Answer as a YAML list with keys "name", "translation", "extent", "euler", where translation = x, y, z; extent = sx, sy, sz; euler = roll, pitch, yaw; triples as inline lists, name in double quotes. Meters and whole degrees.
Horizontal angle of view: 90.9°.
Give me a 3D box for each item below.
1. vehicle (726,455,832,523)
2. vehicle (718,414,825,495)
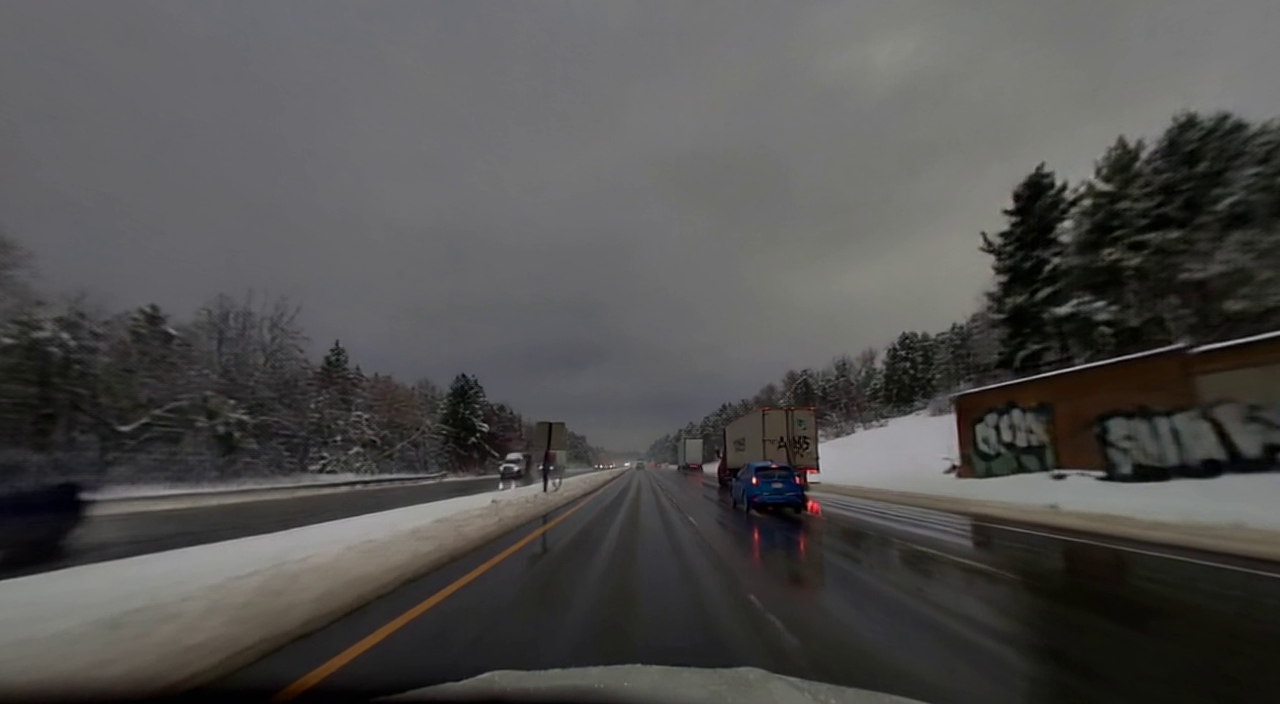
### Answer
- name: "vehicle"
  translation: [3.568, 3.619, 16.911]
  extent: [2.011, 1.574, 3.512]
  euler: [1, -11, 0]
- name: "vehicle"
  translation: [7.663, 6.686, 40.325]
  extent: [3.298, 4.017, 16.824]
  euler: [1, -10, 0]
